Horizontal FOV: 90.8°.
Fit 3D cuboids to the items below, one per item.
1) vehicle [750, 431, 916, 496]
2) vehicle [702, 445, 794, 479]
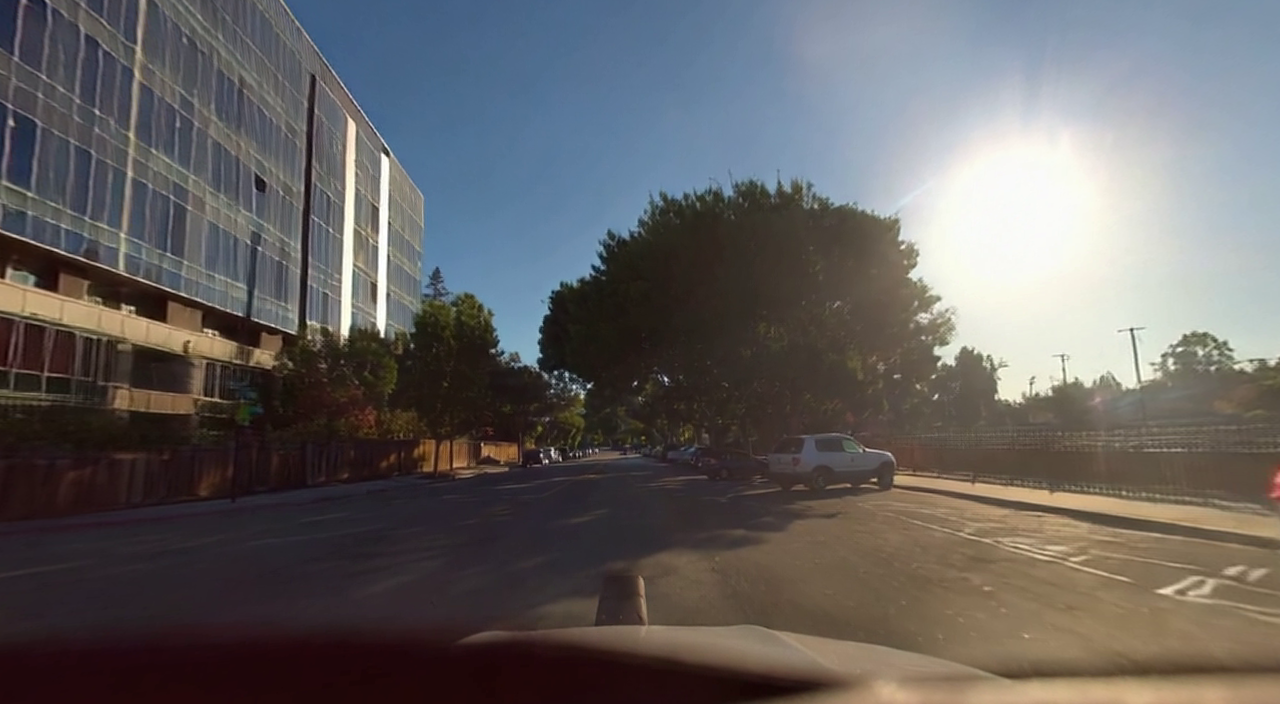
[{"bbox_3d":[6.435,3.614,20.993,5.061,1.829,2.274,3,-9,-29],"label":"vehicle"},{"bbox_3d":[5.054,5.098,29.481,3.752,1.494,2.083,6,-10,-30],"label":"vehicle"}]
